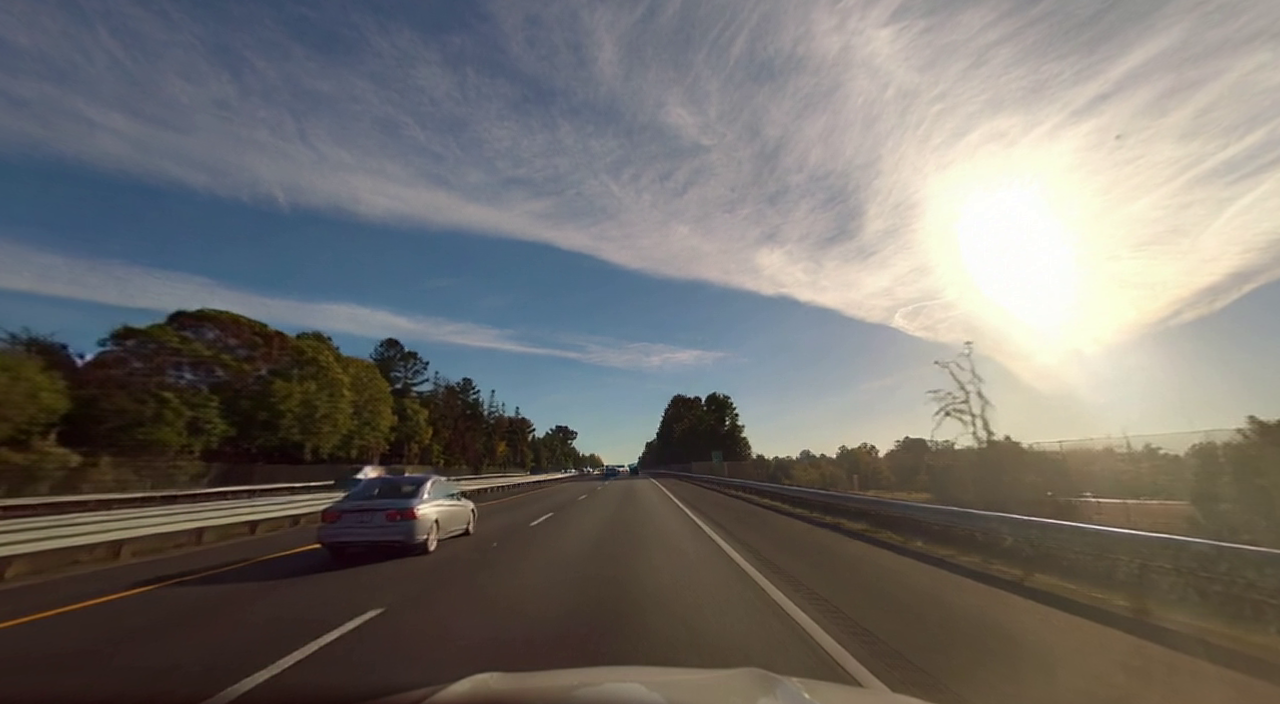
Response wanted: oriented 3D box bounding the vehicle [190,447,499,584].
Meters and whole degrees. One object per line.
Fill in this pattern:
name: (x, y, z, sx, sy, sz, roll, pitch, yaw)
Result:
vehicle: (-3.818, 2.264, 9.484, 2.146, 1.441, 5.020, 1, -10, 1)
